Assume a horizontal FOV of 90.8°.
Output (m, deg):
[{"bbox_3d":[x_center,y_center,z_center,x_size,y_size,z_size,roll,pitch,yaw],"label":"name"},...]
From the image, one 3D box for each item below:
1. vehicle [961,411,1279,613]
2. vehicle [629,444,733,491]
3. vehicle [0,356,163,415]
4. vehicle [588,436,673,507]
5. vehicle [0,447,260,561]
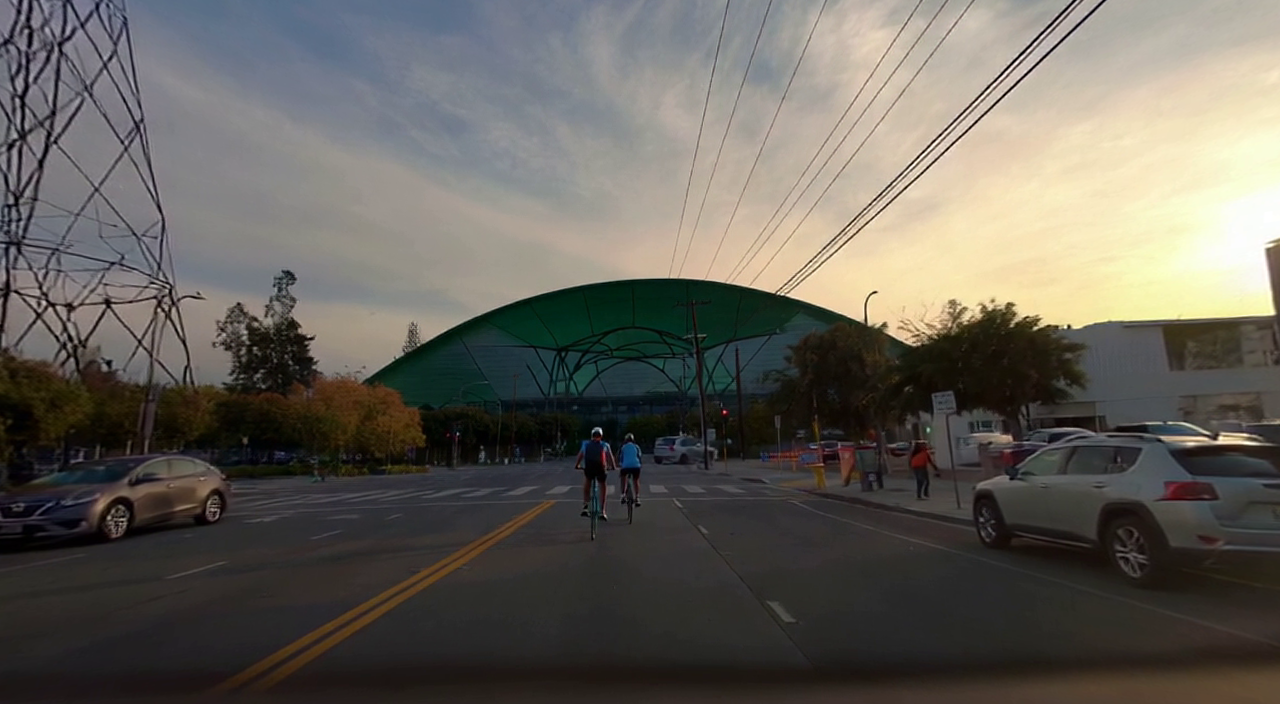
[{"bbox_3d":[5.825,1.671,7.492,1.873,1.714,3.979,0,-8,-1],"label":"vehicle"},{"bbox_3d":[1.885,4.986,27.733,2.287,1.832,4.961,-6,-10,34],"label":"vehicle"},{"bbox_3d":[-17.098,1.049,19.205,3.685,1.584,1.708,1,-9,-3],"label":"vehicle"},{"bbox_3d":[-0.218,3.372,18.292,2.190,1.783,4.048,0,-8,1],"label":"vehicle"},{"bbox_3d":[-10.219,2.835,12.732,2.075,1.816,4.900,0,-8,-1],"label":"vehicle"}]
